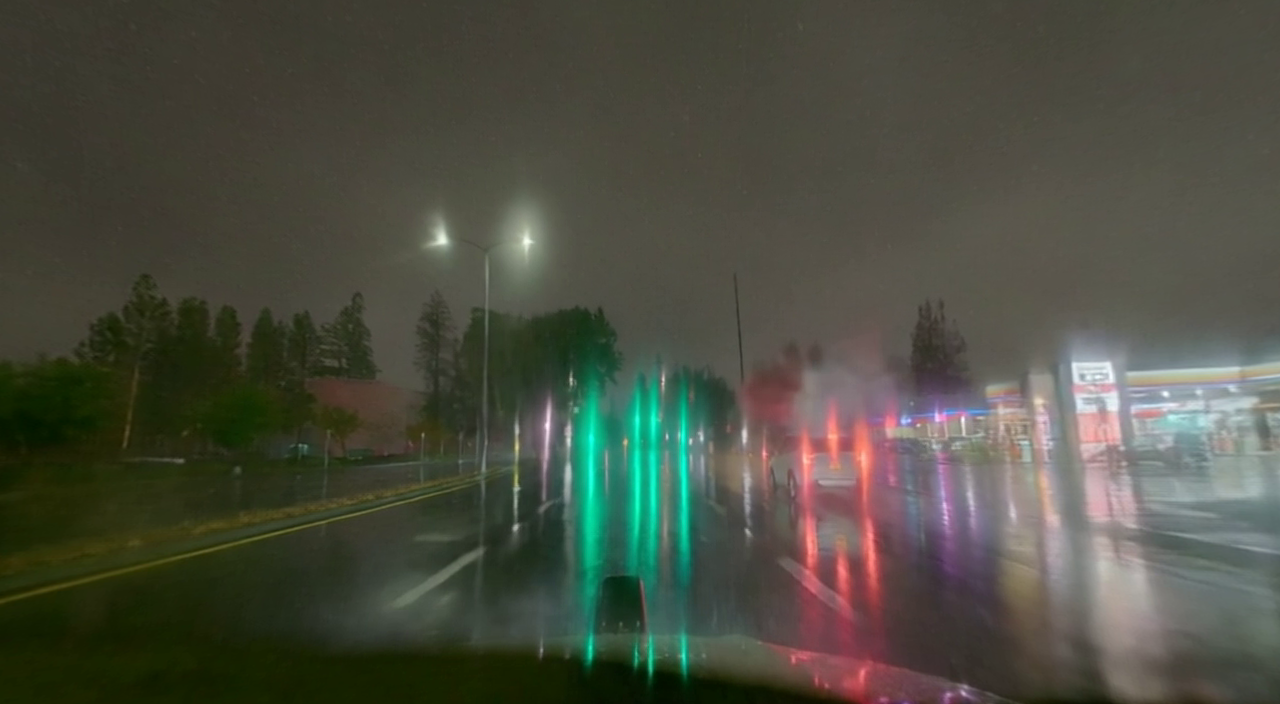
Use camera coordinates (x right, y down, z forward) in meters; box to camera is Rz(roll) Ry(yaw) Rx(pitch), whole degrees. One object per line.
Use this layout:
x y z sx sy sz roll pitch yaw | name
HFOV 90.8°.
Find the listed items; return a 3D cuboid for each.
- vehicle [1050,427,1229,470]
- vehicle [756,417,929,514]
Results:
23.235 4.513 29.614 6.404 1.894 2.275 0 -8 0 | vehicle
4.417 2.581 14.874 2.245 1.864 5.076 0 -8 -2 | vehicle
